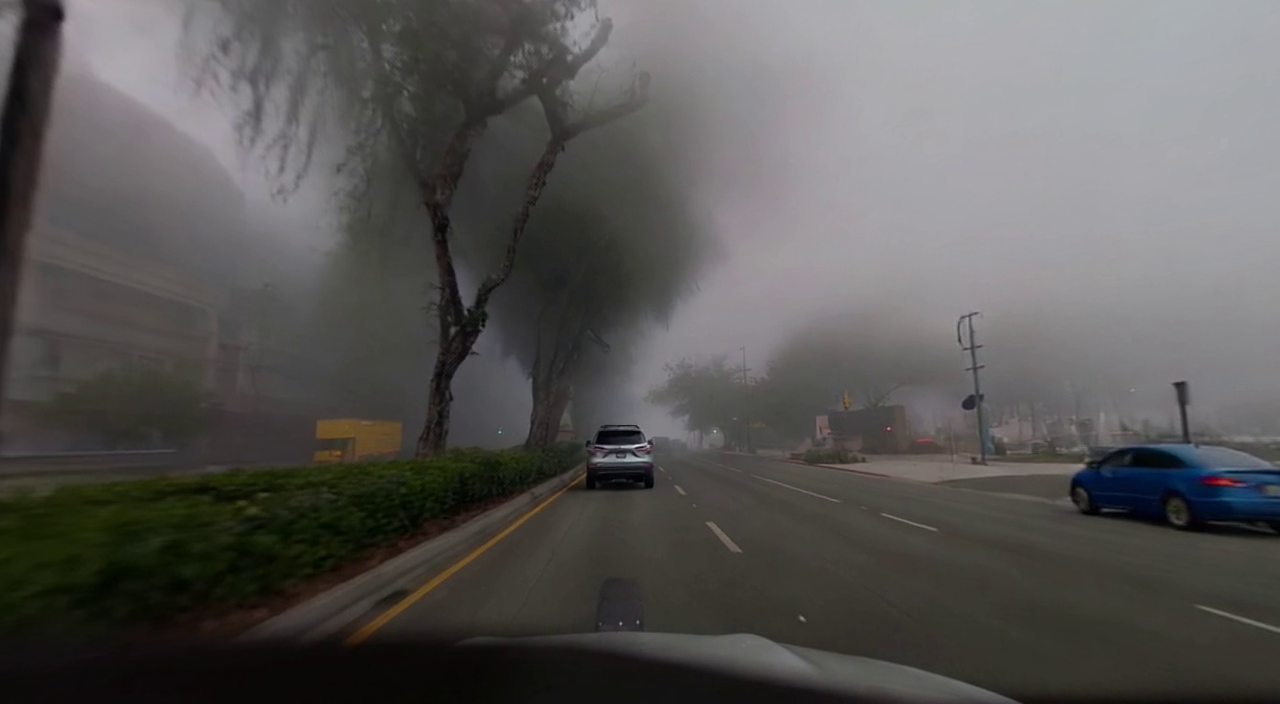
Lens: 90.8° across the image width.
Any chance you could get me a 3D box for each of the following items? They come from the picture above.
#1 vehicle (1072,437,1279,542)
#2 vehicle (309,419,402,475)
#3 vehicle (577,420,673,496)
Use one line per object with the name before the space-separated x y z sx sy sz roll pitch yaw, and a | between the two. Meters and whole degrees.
vehicle | 9.698 2.265 11.095 2.002 1.456 4.631 -2 -9 15
vehicle | -19.268 6.529 43.393 2.811 3.399 7.898 1 -9 -2
vehicle | -0.412 2.846 17.222 2.277 1.816 4.192 0 -9 -1
